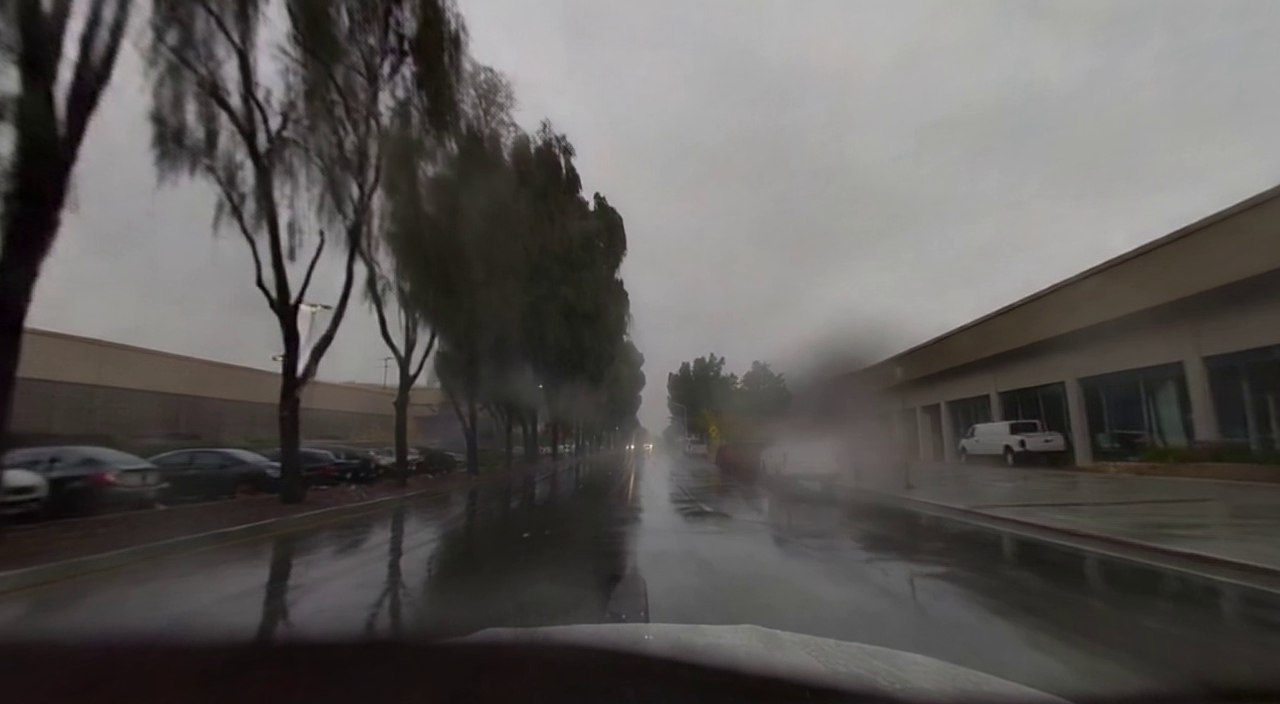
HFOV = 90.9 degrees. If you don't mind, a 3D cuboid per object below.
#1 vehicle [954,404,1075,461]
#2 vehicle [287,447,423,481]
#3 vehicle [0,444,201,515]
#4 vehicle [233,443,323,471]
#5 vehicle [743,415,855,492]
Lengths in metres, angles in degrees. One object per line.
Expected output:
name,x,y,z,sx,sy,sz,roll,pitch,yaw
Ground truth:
vehicle,19.054,4.221,32.576,2.341,2.648,6.024,1,-8,-2
vehicle,-13.069,5.149,29.174,5.269,1.491,2.133,-1,-9,2
vehicle,-13.188,2.882,14.514,4.626,1.489,2.042,0,-9,1
vehicle,-25.659,7.445,45.001,2.252,1.804,5.454,-2,-9,15
vehicle,5.787,3.832,24.049,2.596,2.509,6.178,0,-9,0
